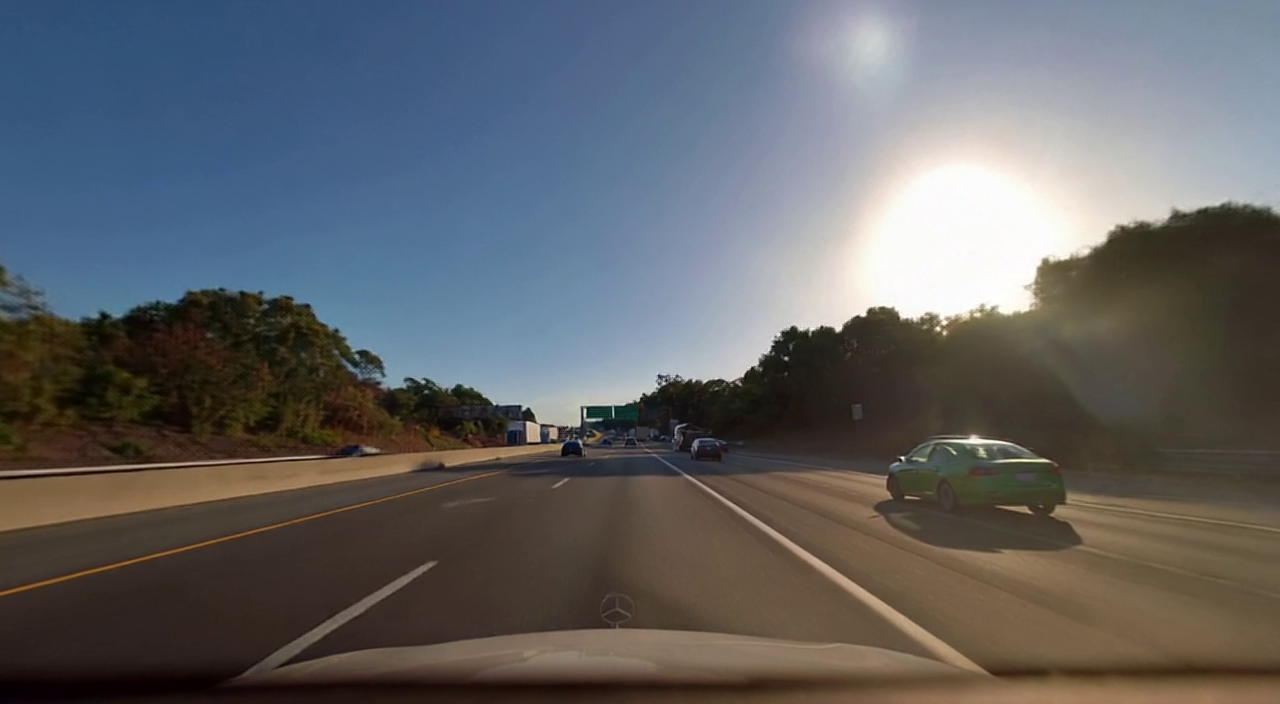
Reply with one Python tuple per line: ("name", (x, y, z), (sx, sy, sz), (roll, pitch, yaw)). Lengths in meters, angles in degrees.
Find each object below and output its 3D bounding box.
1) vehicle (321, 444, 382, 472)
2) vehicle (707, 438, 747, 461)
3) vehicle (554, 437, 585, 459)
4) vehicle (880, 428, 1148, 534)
("vehicle", (-16.204, 5.939, 35.538), (1.729, 1.424, 3.547), (0, -8, 0))
("vehicle", (5.660, 6.391, 41.509), (1.920, 1.436, 3.890), (0, -8, -2))
("vehicle", (-5.263, 7.164, 47.376), (1.966, 1.570, 3.859), (0, -8, -1))
("vehicle", (6.142, 2.124, 11.122), (2.028, 1.488, 4.236), (0, -8, -2))
